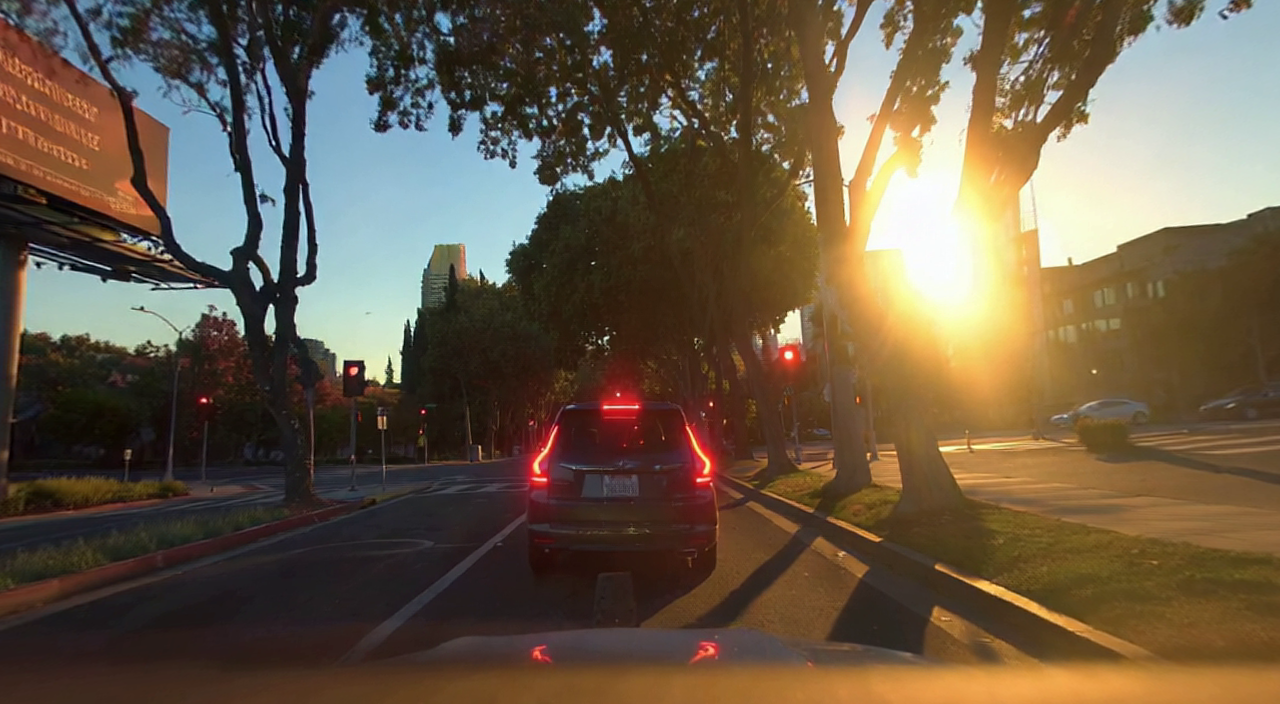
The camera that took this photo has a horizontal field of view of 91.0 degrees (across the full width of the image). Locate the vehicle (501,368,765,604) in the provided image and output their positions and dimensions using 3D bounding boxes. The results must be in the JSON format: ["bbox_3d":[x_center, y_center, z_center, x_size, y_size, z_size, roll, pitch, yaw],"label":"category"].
[{"bbox_3d":[-0.057,1.363,7.137,2.142,1.904,3.816,-1,-8,0],"label":"vehicle"}]

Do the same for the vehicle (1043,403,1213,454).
[{"bbox_3d":[15.282,2.449,19.937,3.750,1.502,1.781,-2,-8,13],"label":"vehicle"}]
